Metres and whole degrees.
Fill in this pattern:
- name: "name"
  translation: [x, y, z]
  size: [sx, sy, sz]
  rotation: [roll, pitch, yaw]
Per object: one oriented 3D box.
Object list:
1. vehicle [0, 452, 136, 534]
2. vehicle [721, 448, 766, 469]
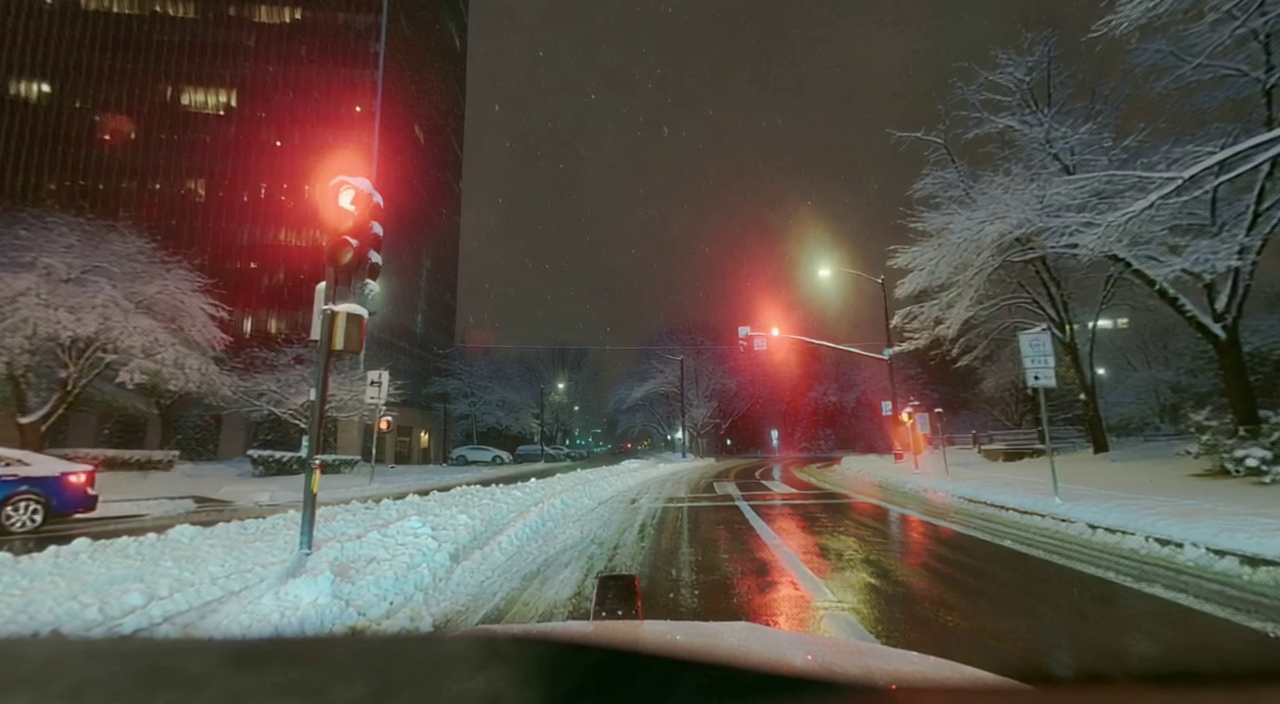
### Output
- name: "vehicle"
  translation: [-12.855, 2.713, 12.266]
  size: [4.598, 1.490, 1.816]
  rotation: [7, -11, -40]
- name: "vehicle"
  translation: [7.866, 8.123, 48.408]
  size: [1.829, 1.440, 4.384]
  rotation: [2, -9, -14]
